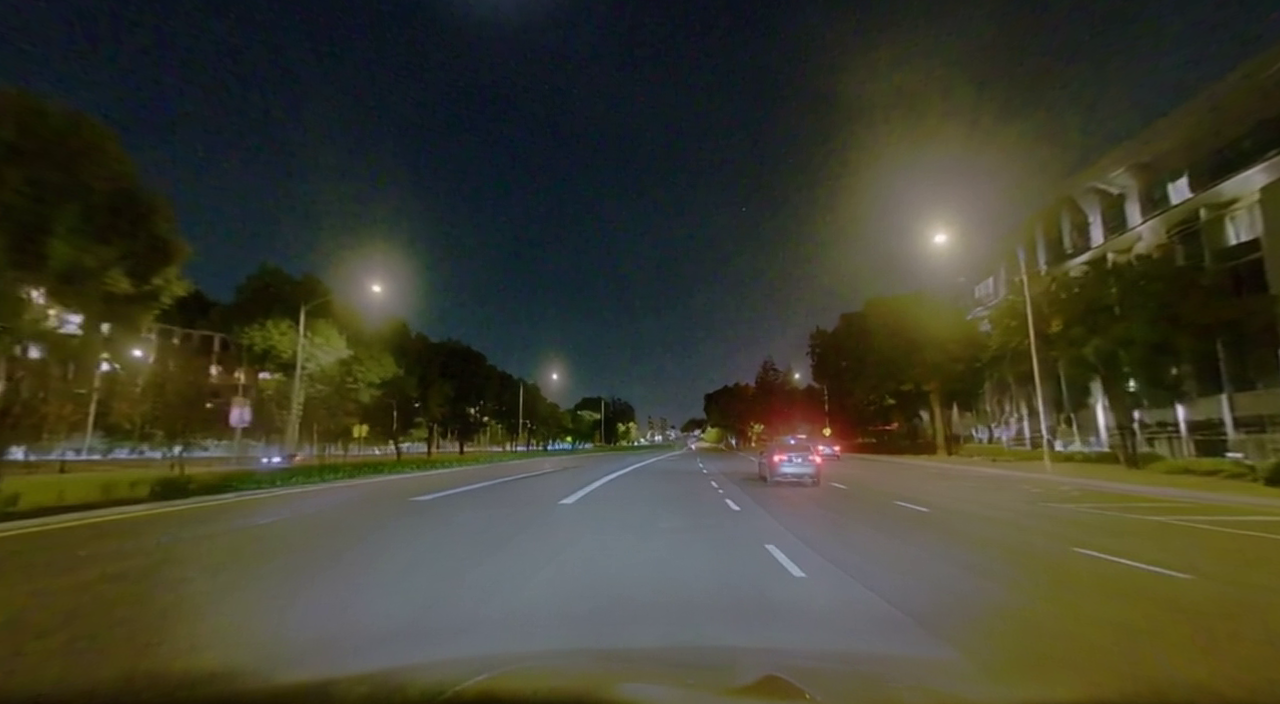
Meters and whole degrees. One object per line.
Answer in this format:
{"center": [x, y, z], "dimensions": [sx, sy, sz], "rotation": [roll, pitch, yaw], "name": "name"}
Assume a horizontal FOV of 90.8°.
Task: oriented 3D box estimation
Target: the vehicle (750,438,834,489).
{"center": [4.898, 3.641, 20.990], "dimensions": [1.928, 1.481, 4.453], "rotation": [-1, -8, 4], "name": "vehicle"}
